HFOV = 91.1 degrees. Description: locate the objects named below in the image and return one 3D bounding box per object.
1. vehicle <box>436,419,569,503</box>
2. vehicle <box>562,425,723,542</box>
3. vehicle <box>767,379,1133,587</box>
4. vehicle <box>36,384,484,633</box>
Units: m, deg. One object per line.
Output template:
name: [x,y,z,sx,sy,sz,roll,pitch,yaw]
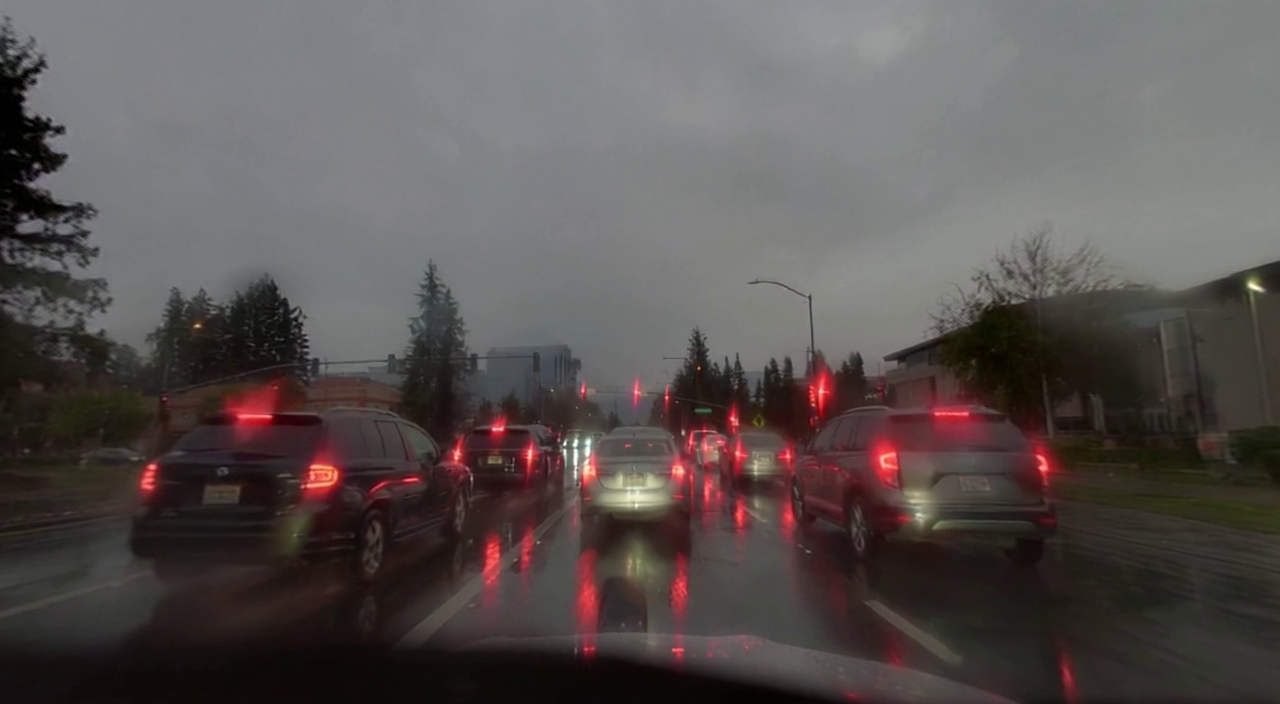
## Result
vehicle: [-3.192,2.649,15.718,2.117,1.772,4.619,0,-8,2]
vehicle: [0.016,1.948,9.911,2.021,1.461,3.862,0,-8,0]
vehicle: [3.237,1.505,7.998,2.141,1.833,4.704,0,-8,-2]
vehicle: [-3.151,1.379,6.511,1.912,1.703,4.261,0,-8,1]
